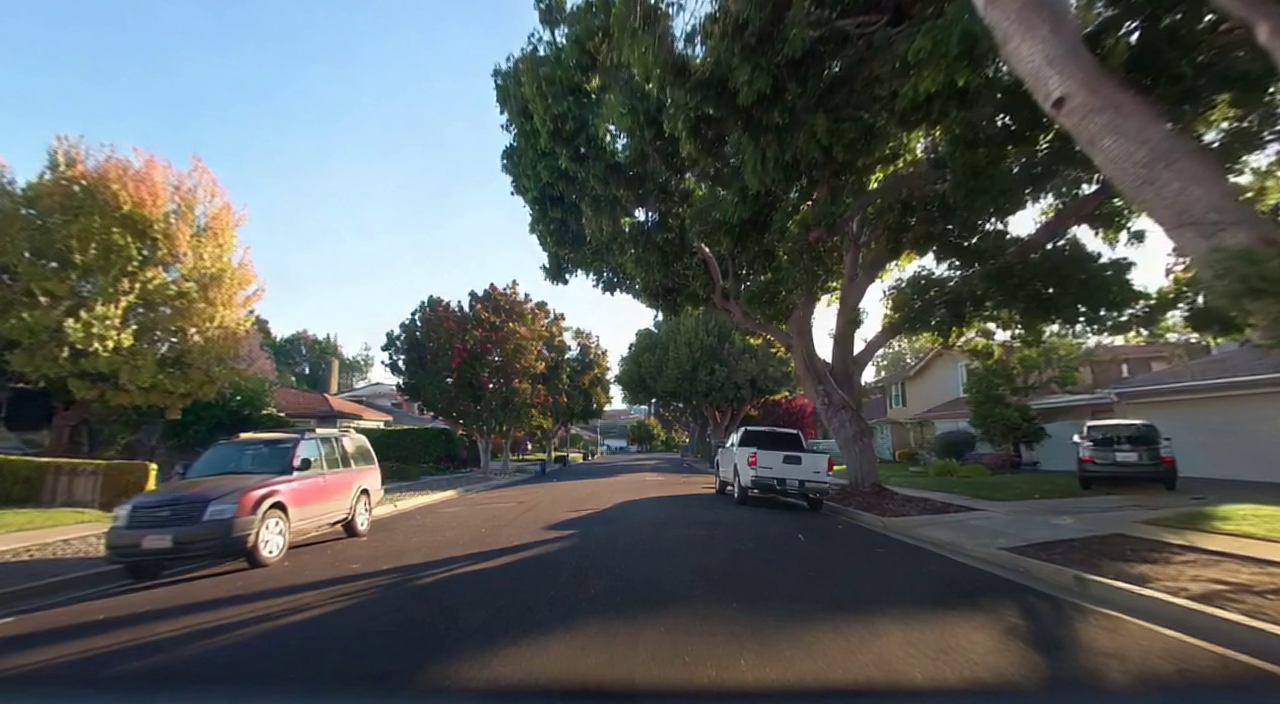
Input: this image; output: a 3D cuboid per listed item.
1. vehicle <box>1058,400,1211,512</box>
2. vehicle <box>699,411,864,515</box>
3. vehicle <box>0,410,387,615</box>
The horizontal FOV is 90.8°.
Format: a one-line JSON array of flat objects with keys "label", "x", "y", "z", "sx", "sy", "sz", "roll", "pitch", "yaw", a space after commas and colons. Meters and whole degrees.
[{"label": "vehicle", "x": 12.146, "y": 2.579, "z": 15.963, "sx": 2.403, "sy": 2.294, "sz": 5.205, "roll": -6, "pitch": -10, "yaw": 32}, {"label": "vehicle", "x": 3.404, "y": 2.944, "z": 17.389, "sx": 2.789, "sy": 2.206, "sz": 7.420, "roll": 0, "pitch": -9, "yaw": 0}, {"label": "vehicle", "x": -5.191, "y": 1.802, "z": 8.428, "sx": 2.075, "sy": 1.837, "sz": 4.945, "roll": 0, "pitch": -7, "yaw": -6}]
